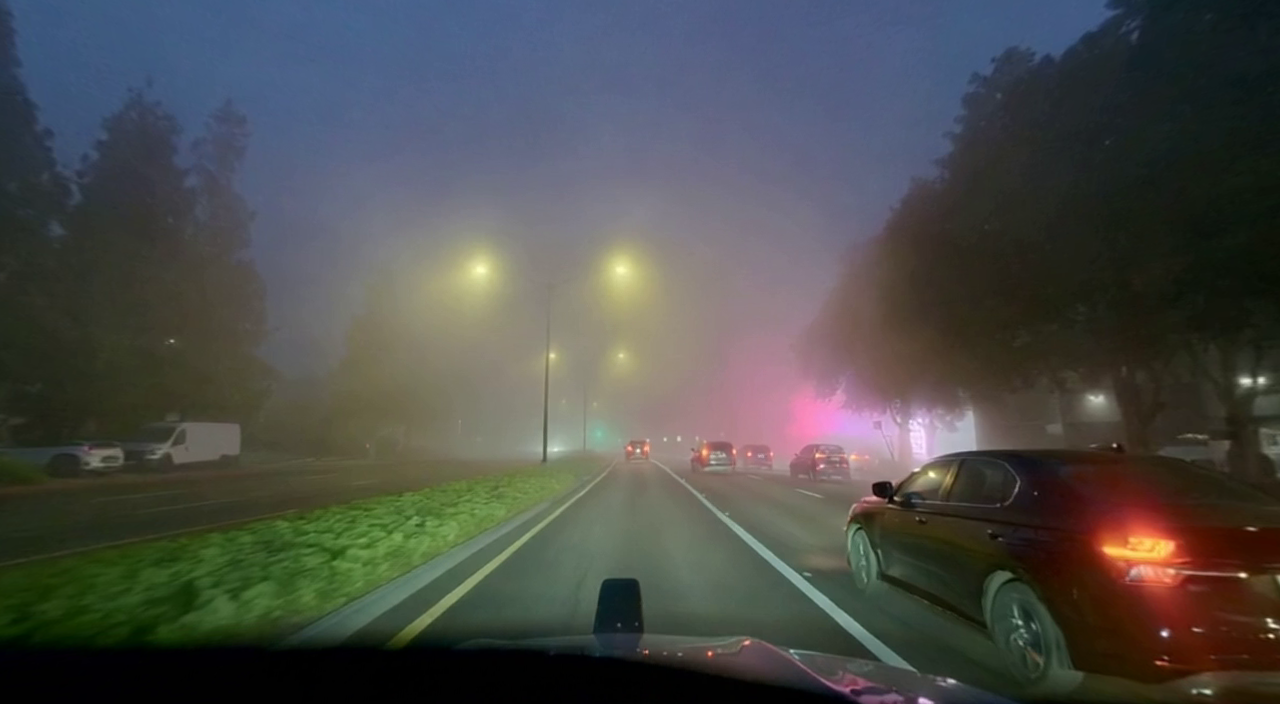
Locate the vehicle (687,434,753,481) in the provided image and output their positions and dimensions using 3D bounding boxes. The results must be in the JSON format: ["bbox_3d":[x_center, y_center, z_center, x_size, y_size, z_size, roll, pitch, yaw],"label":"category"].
[{"bbox_3d":[3.208,4.319,26.082,2.000,1.745,4.206,0,-8,-2],"label":"vehicle"}]

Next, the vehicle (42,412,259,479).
[{"bbox_3d":[-25.783,5.010,33.673,8.344,3.233,3.218,2,-8,-10],"label":"vehicle"}]

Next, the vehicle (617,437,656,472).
[{"bbox_3d":[-0.239,5.778,35.674,2.051,1.798,4.168,0,-8,-1],"label":"vehicle"}]

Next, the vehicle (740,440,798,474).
[{"bbox_3d":[6.618,5.435,32.787,1.954,1.606,4.423,0,-8,-2],"label":"vehicle"}]

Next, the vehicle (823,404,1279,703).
[{"bbox_3d":[2.946,1.237,4.517,1.883,1.452,4.258,0,-8,-1],"label":"vehicle"}]
